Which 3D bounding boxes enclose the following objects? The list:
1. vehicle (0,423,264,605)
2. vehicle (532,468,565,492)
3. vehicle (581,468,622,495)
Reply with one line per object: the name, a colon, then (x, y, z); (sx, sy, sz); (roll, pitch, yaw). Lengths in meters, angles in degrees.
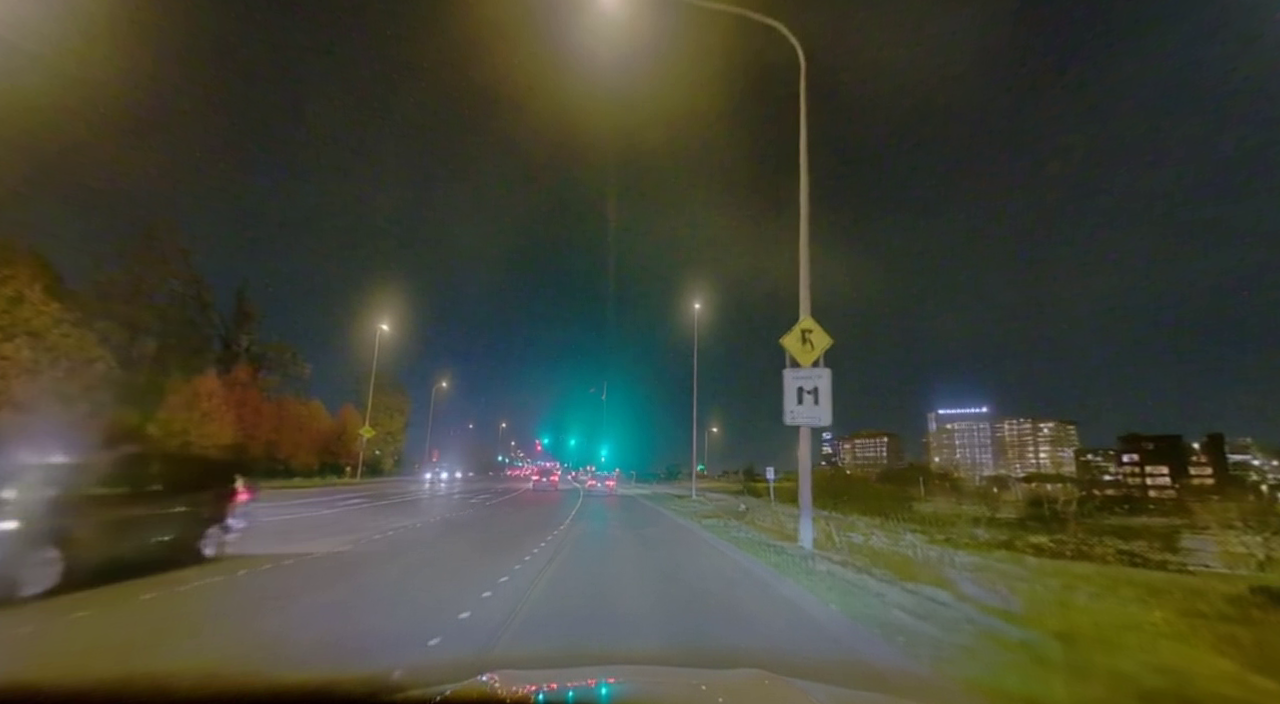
vehicle: (-6.704, 1.745, 7.377); (2.016, 1.573, 4.259); (1, -10, -2)
vehicle: (-6.165, 8.659, 42.872); (2.030, 1.441, 4.806); (2, -11, -7)
vehicle: (-2.415, 7.864, 38.422); (2.129, 1.471, 4.258); (2, -10, -7)
